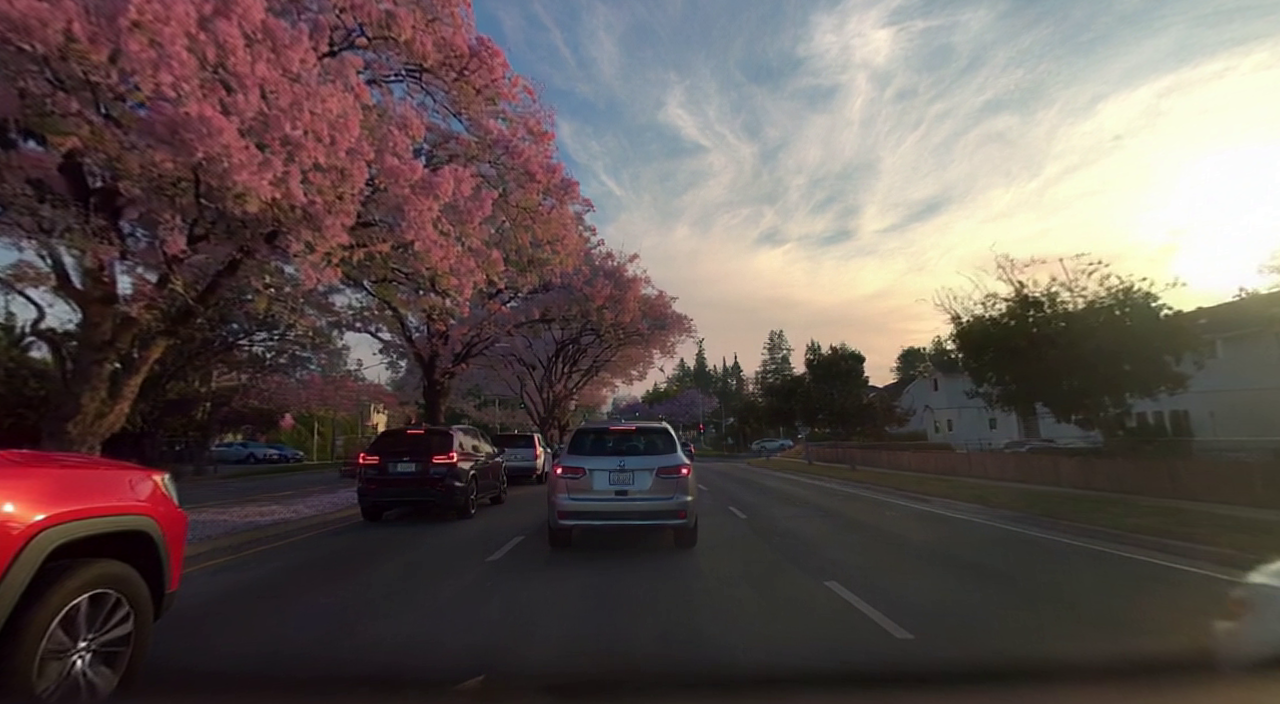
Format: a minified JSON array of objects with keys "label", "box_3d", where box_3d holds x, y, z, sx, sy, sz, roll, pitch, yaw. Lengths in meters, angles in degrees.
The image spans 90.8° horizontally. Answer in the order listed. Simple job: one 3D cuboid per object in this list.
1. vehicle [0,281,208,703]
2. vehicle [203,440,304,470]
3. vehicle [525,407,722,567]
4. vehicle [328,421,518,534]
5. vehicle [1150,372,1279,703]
[{"label":"vehicle","box_3d":[-3.519,0.509,0.956,2.304,1.928,4.833,0,-8,-1]},{"label":"vehicle","box_3d":[-28.503,7.591,46.832,5.856,2.096,2.481,3,-9,-18]},{"label":"vehicle","box_3d":[-0.191,1.744,8.878,2.112,1.693,4.058,0,-8,0]},{"label":"vehicle","box_3d":[-3.667,2.200,11.656,1.948,1.668,4.279,0,-8,0]},{"label":"vehicle","box_3d":[3.250,0.646,0.639,1.932,1.578,4.217,1,-8,0]}]
